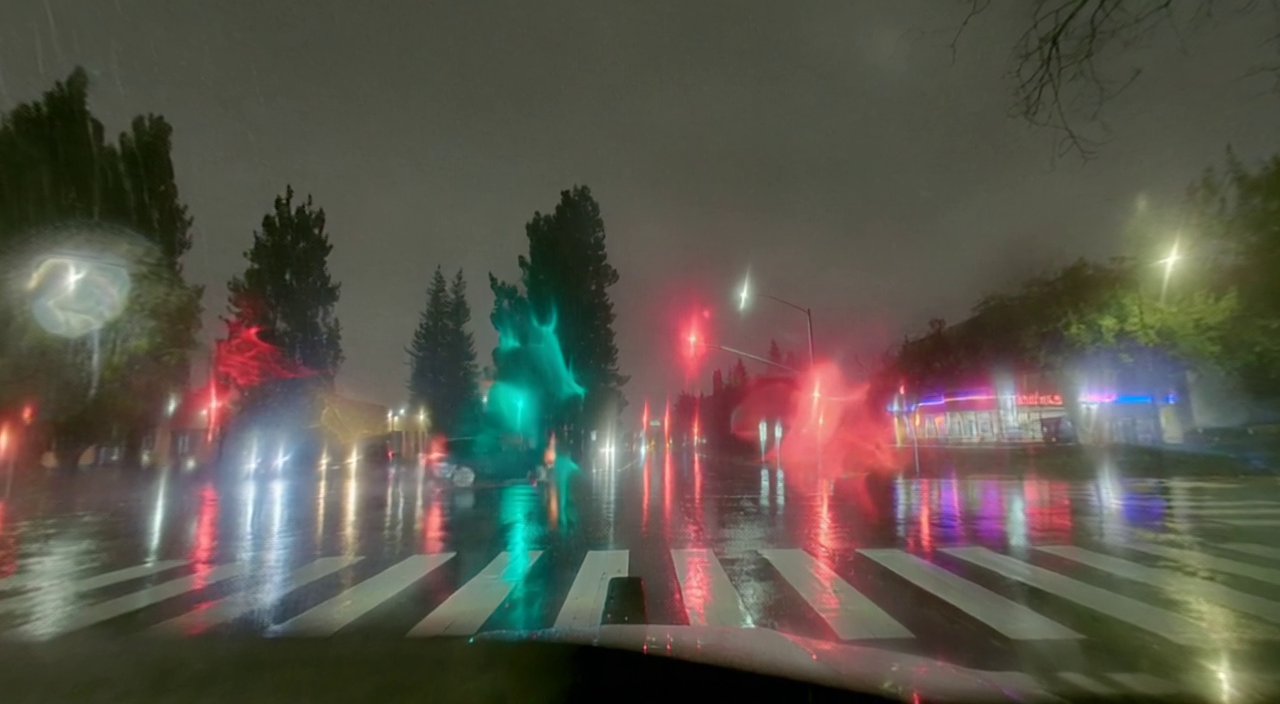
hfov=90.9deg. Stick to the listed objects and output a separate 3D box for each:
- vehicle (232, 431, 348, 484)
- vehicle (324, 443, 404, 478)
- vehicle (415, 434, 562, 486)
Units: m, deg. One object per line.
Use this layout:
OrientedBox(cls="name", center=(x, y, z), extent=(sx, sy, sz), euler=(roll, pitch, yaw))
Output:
OrientedBox(cls="vehicle", center=(-18.600, 5.626, 33.988), extent=(2.557, 2.580, 5.856), euler=(-1, -8, 4))
OrientedBox(cls="vehicle", center=(-14.853, 5.835, 34.248), extent=(2.169, 1.753, 4.640), euler=(0, -8, 1))
OrientedBox(cls="vehicle", center=(-5.292, 3.788, 22.461), extent=(4.569, 1.658, 2.153), euler=(7, -11, -42))
